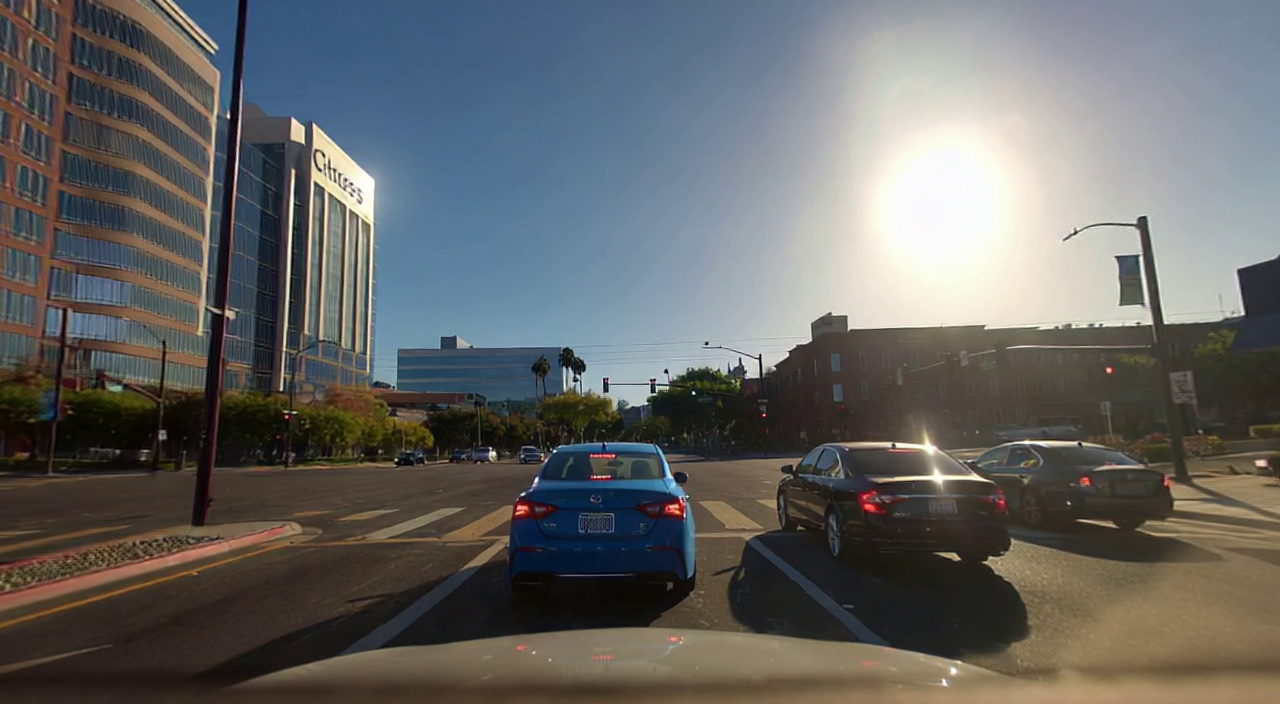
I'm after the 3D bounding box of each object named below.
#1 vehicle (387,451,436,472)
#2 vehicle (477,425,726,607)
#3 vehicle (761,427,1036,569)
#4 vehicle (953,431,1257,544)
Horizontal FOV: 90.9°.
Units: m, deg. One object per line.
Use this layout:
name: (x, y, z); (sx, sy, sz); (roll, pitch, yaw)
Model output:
vehicle: (-17.098, 8.189, 47.381); (2.048, 1.463, 4.530); (0, -8, -1)
vehicle: (-0.368, 1.655, 7.287); (2.059, 1.477, 3.988); (0, -8, -1)
vehicle: (3.215, 1.889, 8.969); (2.042, 1.508, 4.109); (0, -8, -2)
vehicle: (7.443, 2.165, 10.785); (1.908, 1.517, 4.182); (0, -8, -1)
